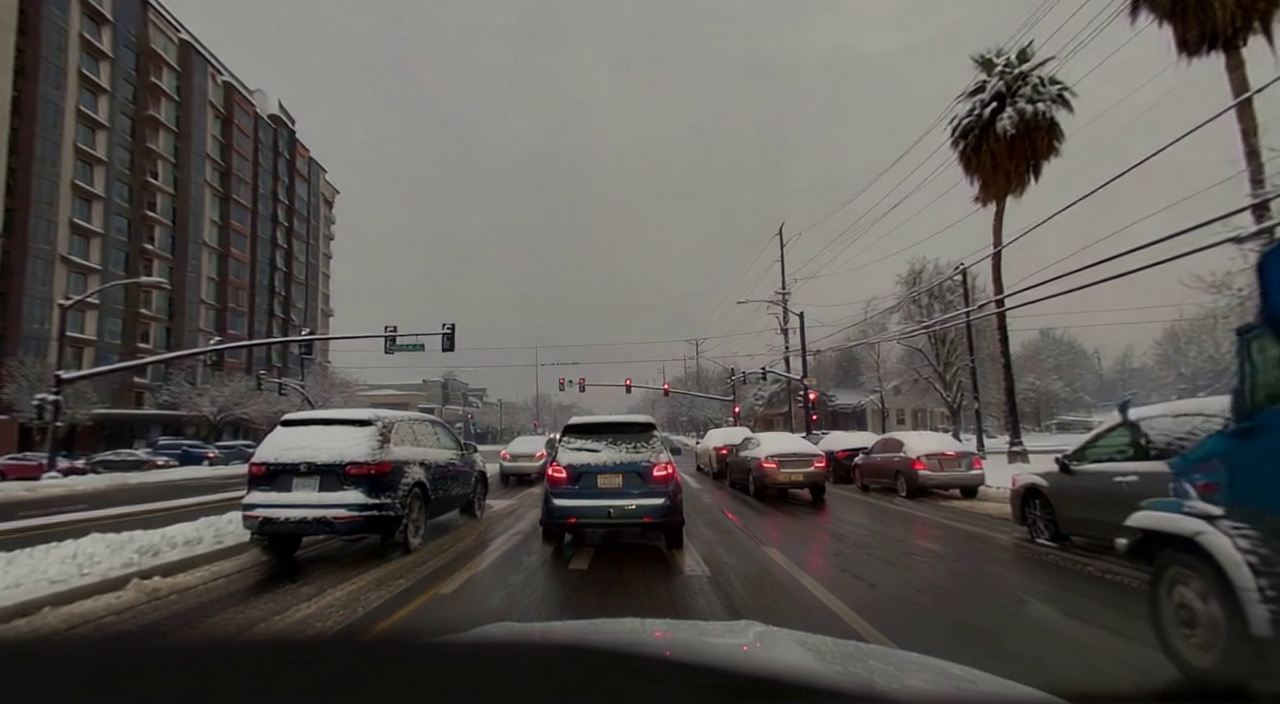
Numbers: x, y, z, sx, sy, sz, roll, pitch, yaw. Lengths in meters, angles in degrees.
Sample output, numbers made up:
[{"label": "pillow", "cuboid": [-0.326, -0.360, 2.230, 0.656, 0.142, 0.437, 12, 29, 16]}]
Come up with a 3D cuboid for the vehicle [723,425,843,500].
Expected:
[{"label": "vehicle", "cuboid": [3.339, 2.679, 15.640, 1.975, 1.598, 4.025, 0, -8, -1]}]

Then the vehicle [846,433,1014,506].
[{"label": "vehicle", "cuboid": [6.537, 2.680, 14.863, 1.764, 1.451, 4.300, 0, -8, -2]}]

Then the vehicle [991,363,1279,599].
[{"label": "vehicle", "cuboid": [6.474, 1.333, 6.930, 2.130, 1.979, 5.310, 0, -8, -1]}]

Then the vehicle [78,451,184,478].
[{"label": "vehicle", "cuboid": [-35.695, 7.877, 44.461, 5.422, 1.765, 1.937, 1, -9, -8]}]

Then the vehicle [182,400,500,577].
[{"label": "vehicle", "cuboid": [-3.526, 1.707, 8.674, 2.136, 1.779, 4.417, 0, -8, 1]}]

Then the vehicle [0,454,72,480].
[{"label": "vehicle", "cuboid": [-42.476, 7.876, 43.260, 4.867, 1.689, 1.971, 1, -9, -8]}]

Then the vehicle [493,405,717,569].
[{"label": "vehicle", "cuboid": [-0.407, 1.707, 8.723, 2.302, 1.681, 4.217, 0, -8, -1]}]
